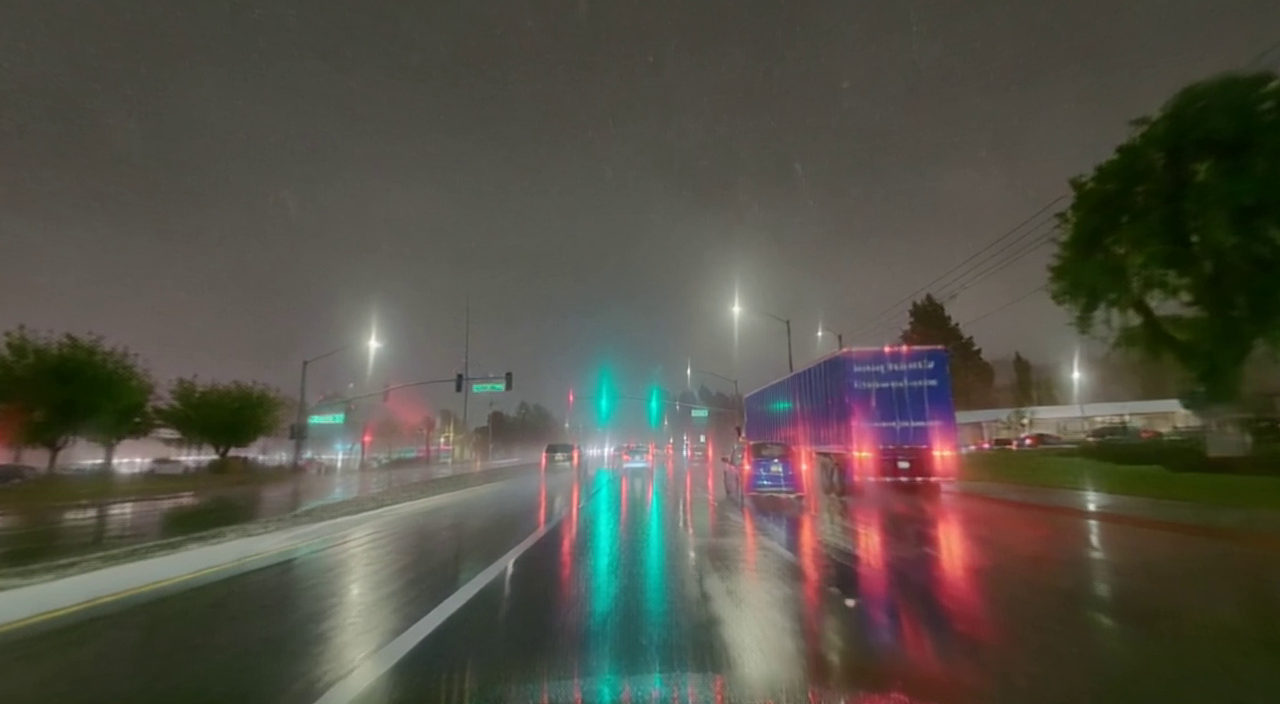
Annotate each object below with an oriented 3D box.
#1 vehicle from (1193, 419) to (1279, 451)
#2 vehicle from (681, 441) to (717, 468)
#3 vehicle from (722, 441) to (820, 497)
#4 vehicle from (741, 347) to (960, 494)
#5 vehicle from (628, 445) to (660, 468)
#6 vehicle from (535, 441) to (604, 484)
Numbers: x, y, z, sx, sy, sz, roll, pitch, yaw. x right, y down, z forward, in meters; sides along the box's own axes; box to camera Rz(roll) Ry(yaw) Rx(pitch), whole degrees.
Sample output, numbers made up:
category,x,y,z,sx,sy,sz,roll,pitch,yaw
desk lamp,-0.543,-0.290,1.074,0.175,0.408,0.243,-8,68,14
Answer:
category,x,y,z,sx,sy,sz,roll,pitch,yaw
vehicle,36.281,4.910,37.405,5.045,1.644,1.906,-3,-8,-3
vehicle,3.902,6.881,42.561,2.050,1.683,3.990,0,-8,0
vehicle,3.736,3.393,18.772,1.972,1.452,4.189,0,-8,-1
vehicle,7.483,3.251,27.054,3.383,4.268,17.469,0,-8,0
vehicle,0.242,7.039,42.773,2.020,1.461,4.326,0,-8,0
vehicle,-2.599,4.189,24.241,2.003,1.509,4.396,0,-8,2
